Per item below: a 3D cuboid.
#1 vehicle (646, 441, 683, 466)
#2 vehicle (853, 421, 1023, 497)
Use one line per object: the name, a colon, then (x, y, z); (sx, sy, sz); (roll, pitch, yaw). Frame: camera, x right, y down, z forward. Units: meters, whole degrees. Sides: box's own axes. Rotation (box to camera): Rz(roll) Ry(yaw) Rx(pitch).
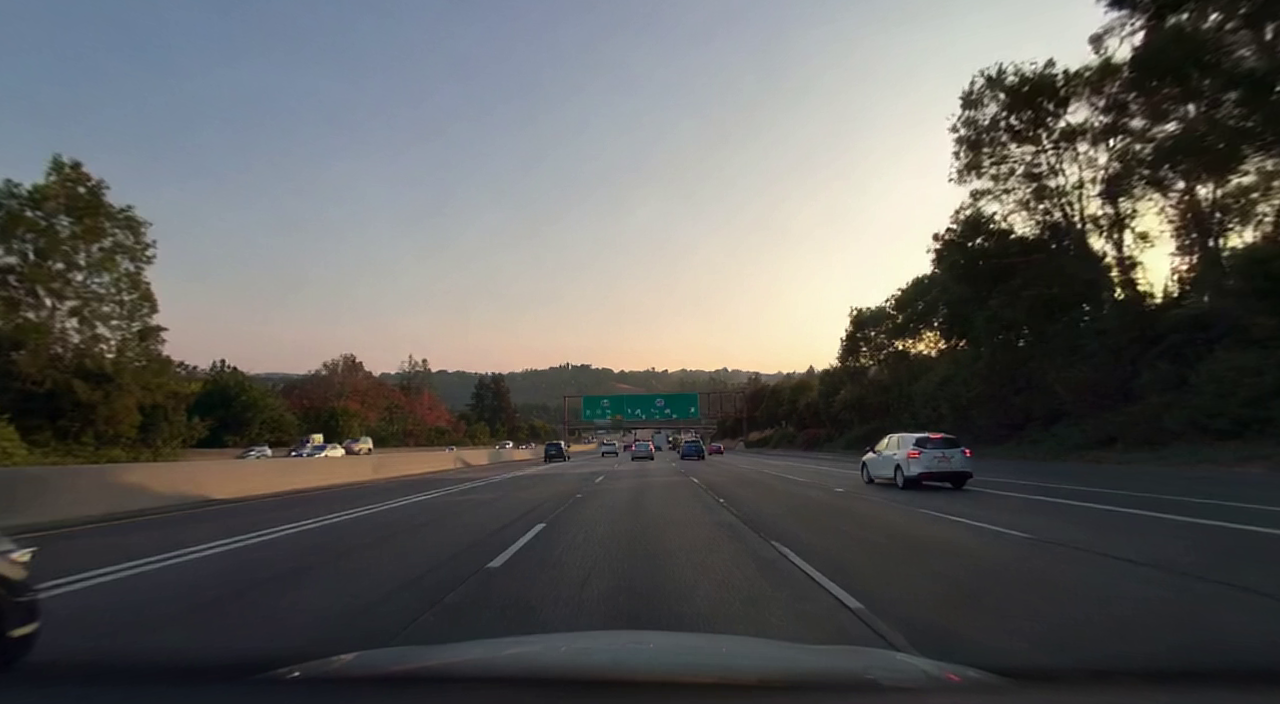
vehicle: (1.447, 6.278, 39.158); (2.050, 1.452, 3.917); (0, -8, -1)
vehicle: (7.915, 2.905, 17.461); (2.123, 1.756, 4.959); (0, -8, -2)
